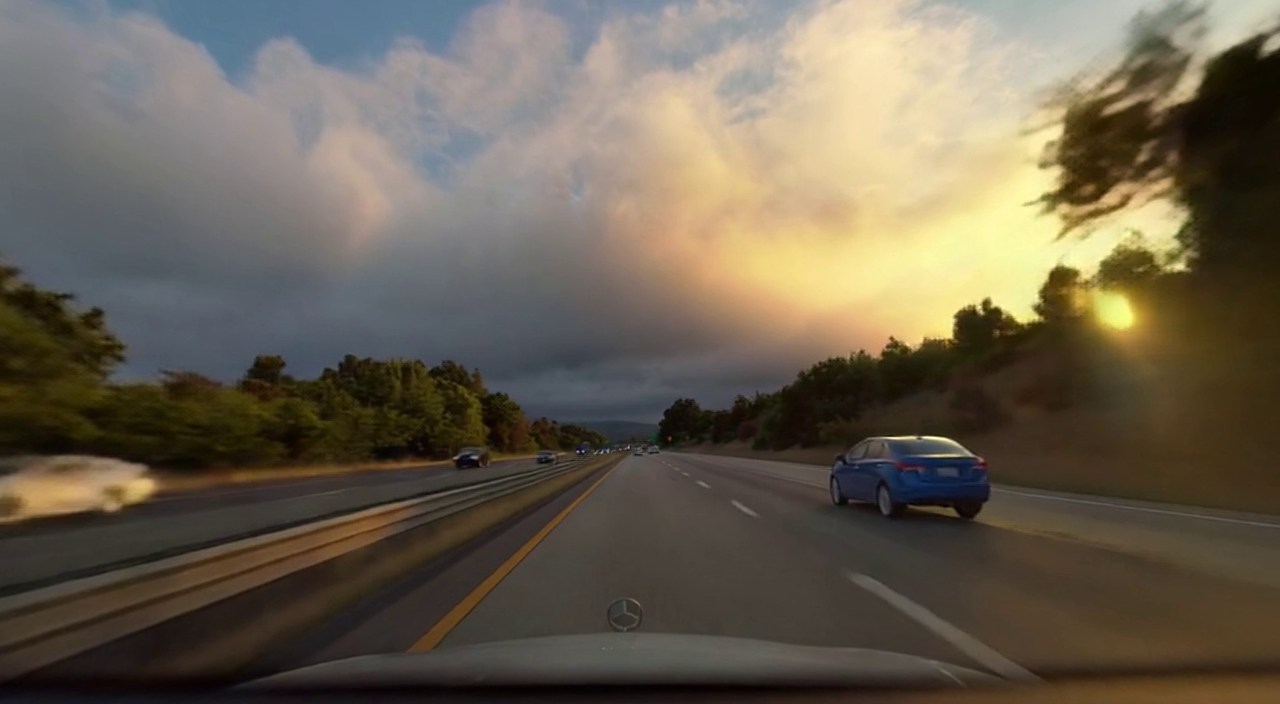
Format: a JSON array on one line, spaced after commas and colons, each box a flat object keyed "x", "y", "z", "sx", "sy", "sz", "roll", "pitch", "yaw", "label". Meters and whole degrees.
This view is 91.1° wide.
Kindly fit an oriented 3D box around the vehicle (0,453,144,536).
[{"x": -12.736, "y": 2.798, "z": 12.596, "sx": 1.944, "sy": 1.474, "sz": 4.503, "roll": 0, "pitch": -9, "yaw": -1, "label": "vehicle"}]

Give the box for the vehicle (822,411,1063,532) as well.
[{"x": 5.200, "y": 2.134, "z": 11.760, "sx": 2.117, "sy": 1.783, "sz": 4.627, "roll": 0, "pitch": -9, "yaw": -1, "label": "vehicle"}]

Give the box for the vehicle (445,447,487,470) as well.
[{"x": -13.263, "y": 8.113, "z": 48.261, "sx": 2.024, "sy": 1.663, "sz": 4.158, "roll": 0, "pitch": -9, "yaw": 0, "label": "vehicle"}]
